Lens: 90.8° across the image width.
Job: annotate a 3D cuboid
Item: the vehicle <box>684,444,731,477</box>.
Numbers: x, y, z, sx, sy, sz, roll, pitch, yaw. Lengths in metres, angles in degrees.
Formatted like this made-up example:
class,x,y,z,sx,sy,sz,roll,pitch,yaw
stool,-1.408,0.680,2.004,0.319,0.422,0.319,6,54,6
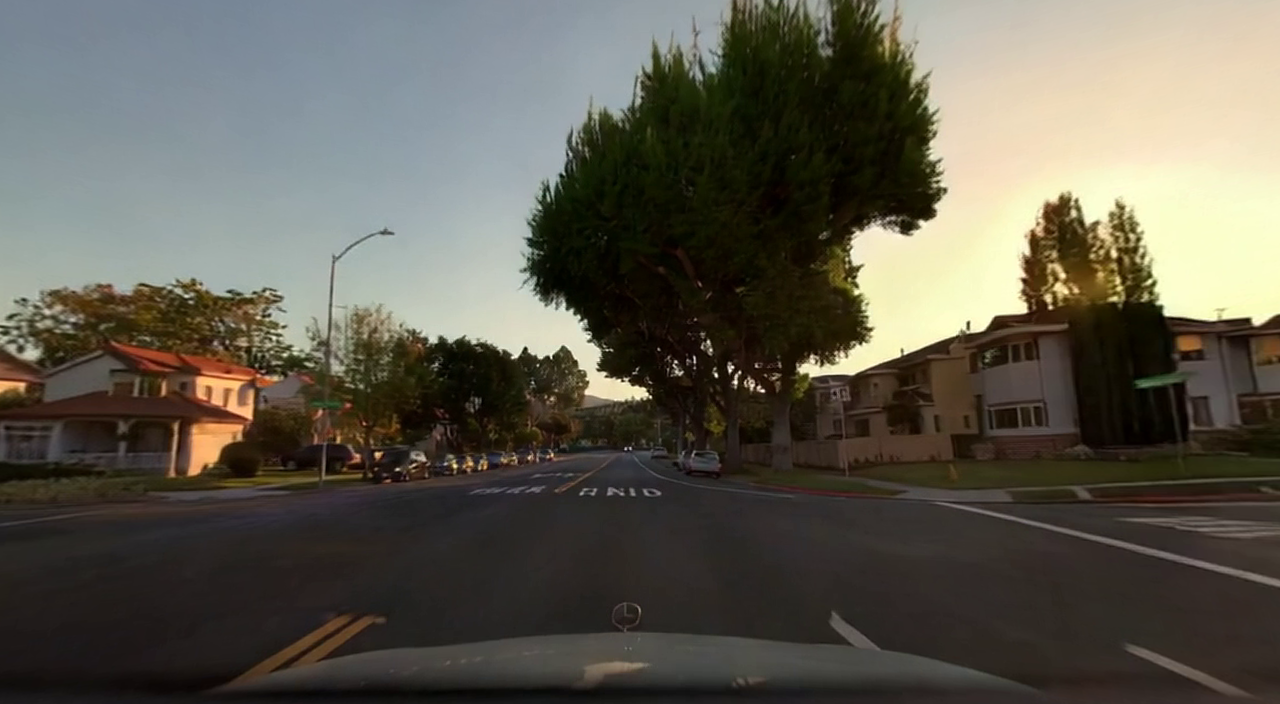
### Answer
class,x,y,z,sx,sy,sz,roll,pitch,yaw
vehicle,3.789,6.192,36.309,2.027,1.751,4.433,0,-9,-2

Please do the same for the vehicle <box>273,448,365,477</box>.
class,x,y,z,sx,sy,sz,roll,pitch,yaw
vehicle,-19.453,6.690,38.416,4.450,1.677,2.027,0,-9,-3

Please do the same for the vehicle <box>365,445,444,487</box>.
class,x,y,z,sx,sy,sz,roll,pitch,yaw
vehicle,-12.184,5.917,33.176,2.199,1.988,5.454,0,-9,-2
